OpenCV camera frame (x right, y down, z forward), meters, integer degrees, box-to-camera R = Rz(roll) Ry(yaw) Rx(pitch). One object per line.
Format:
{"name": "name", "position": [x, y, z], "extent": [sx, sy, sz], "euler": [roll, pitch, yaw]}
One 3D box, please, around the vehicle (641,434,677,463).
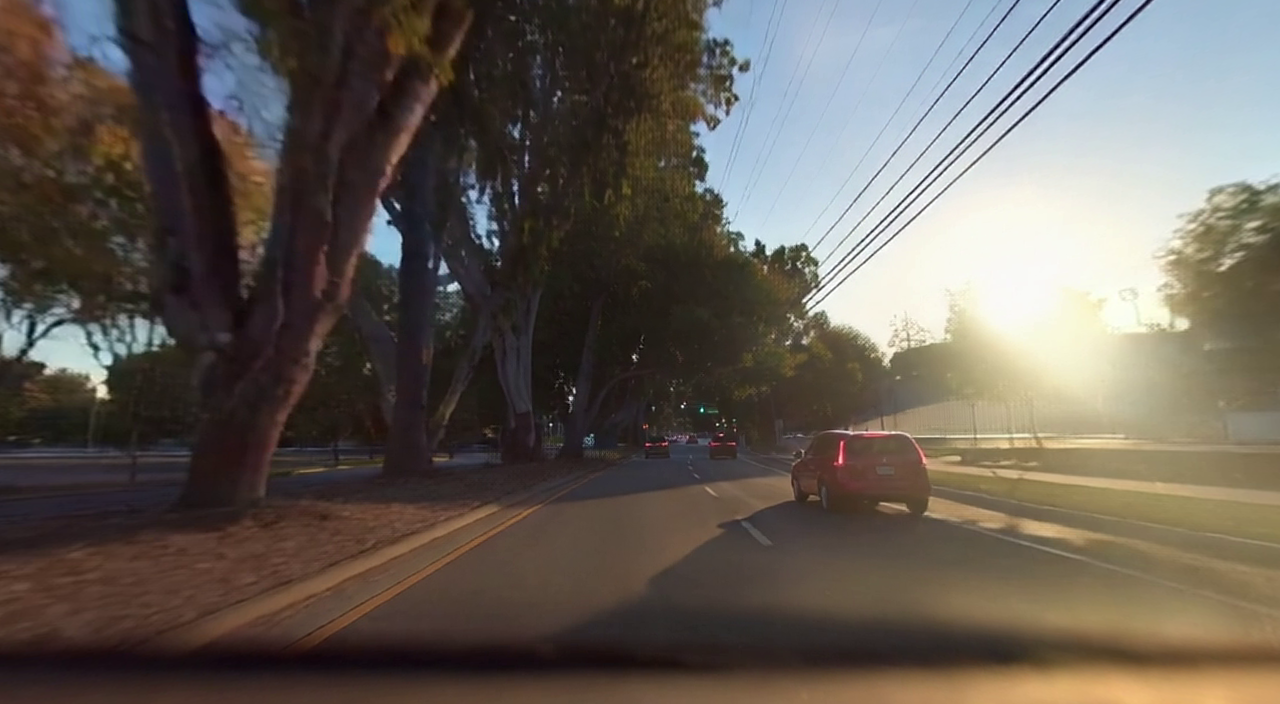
{"name": "vehicle", "position": [1.285, 6.212, 40.664], "extent": [2.163, 1.746, 4.073], "euler": [-1, -9, 3]}

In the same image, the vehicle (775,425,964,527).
{"name": "vehicle", "position": [3.940, 2.202, 11.753], "extent": [1.881, 1.512, 4.294], "euler": [-1, -9, 0]}

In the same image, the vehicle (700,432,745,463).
{"name": "vehicle", "position": [5.269, 6.157, 40.854], "extent": [2.254, 1.840, 4.918], "euler": [-1, -9, 1]}
